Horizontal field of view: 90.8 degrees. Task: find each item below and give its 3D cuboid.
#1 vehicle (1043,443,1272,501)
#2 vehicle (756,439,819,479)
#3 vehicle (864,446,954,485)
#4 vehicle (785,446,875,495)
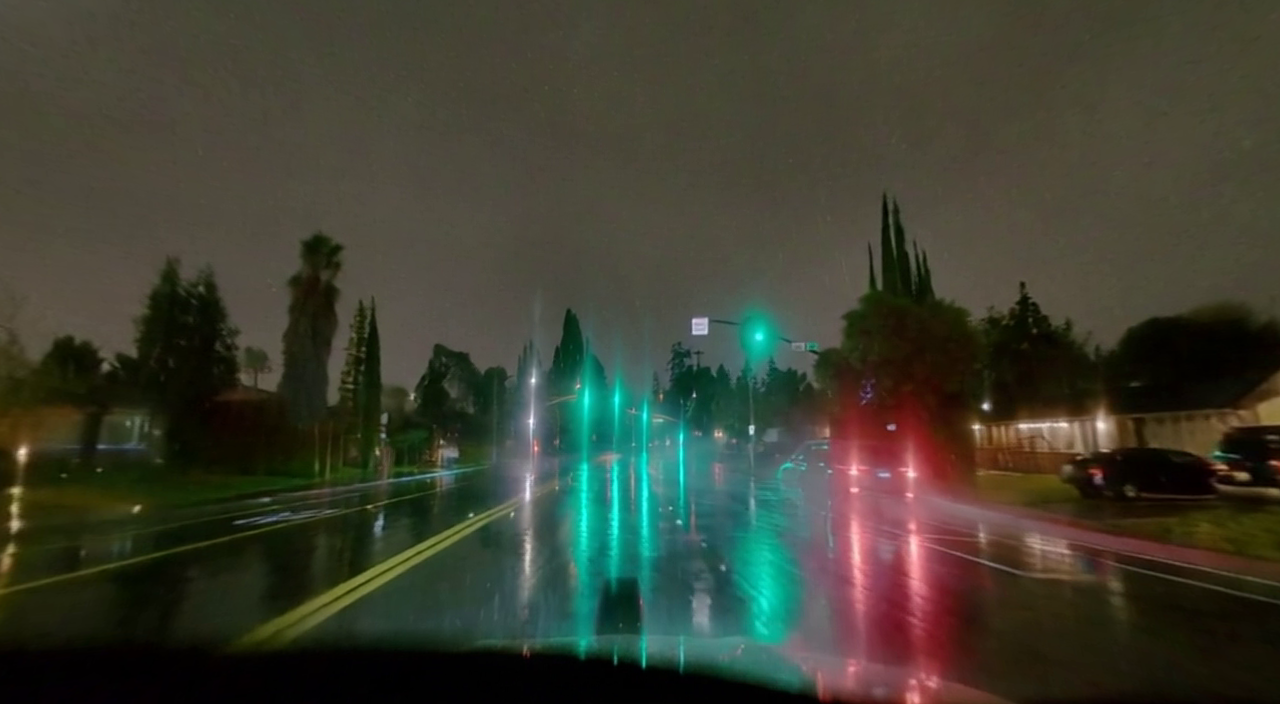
[{"bbox_3d":[13.736,3.186,17.022,4.366,1.457,1.910,0,-9,3],"label":"vehicle"},{"bbox_3d":[7.717,5.634,33.595,2.196,1.889,5.679,0,-9,2],"label":"vehicle"},{"bbox_3d":[11.079,4.684,26.379,1.925,1.490,4.475,-1,-9,2],"label":"vehicle"},{"bbox_3d":[7.168,4.494,24.408,2.064,1.498,4.877,5,-8,2],"label":"vehicle"}]
